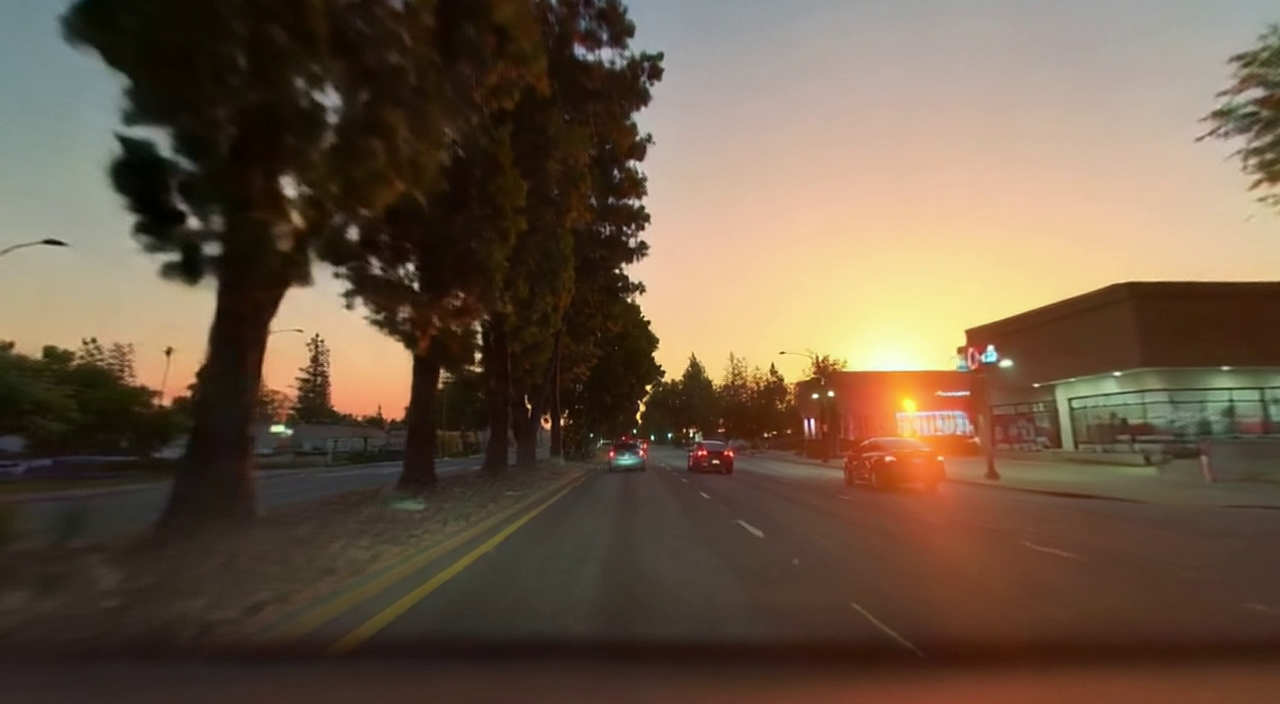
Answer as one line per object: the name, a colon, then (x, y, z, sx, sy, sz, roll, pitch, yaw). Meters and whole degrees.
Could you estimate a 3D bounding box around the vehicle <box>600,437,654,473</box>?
vehicle: (-0.583, 4.589, 28.397, 2.242, 1.474, 4.127, 0, -8, -2)

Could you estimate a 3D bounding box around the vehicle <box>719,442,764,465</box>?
vehicle: (6.529, 6.549, 41.011, 2.068, 1.393, 3.874, 0, -8, -3)

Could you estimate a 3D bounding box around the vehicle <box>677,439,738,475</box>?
vehicle: (2.934, 4.676, 28.544, 2.057, 1.491, 4.675, 0, -8, -2)
